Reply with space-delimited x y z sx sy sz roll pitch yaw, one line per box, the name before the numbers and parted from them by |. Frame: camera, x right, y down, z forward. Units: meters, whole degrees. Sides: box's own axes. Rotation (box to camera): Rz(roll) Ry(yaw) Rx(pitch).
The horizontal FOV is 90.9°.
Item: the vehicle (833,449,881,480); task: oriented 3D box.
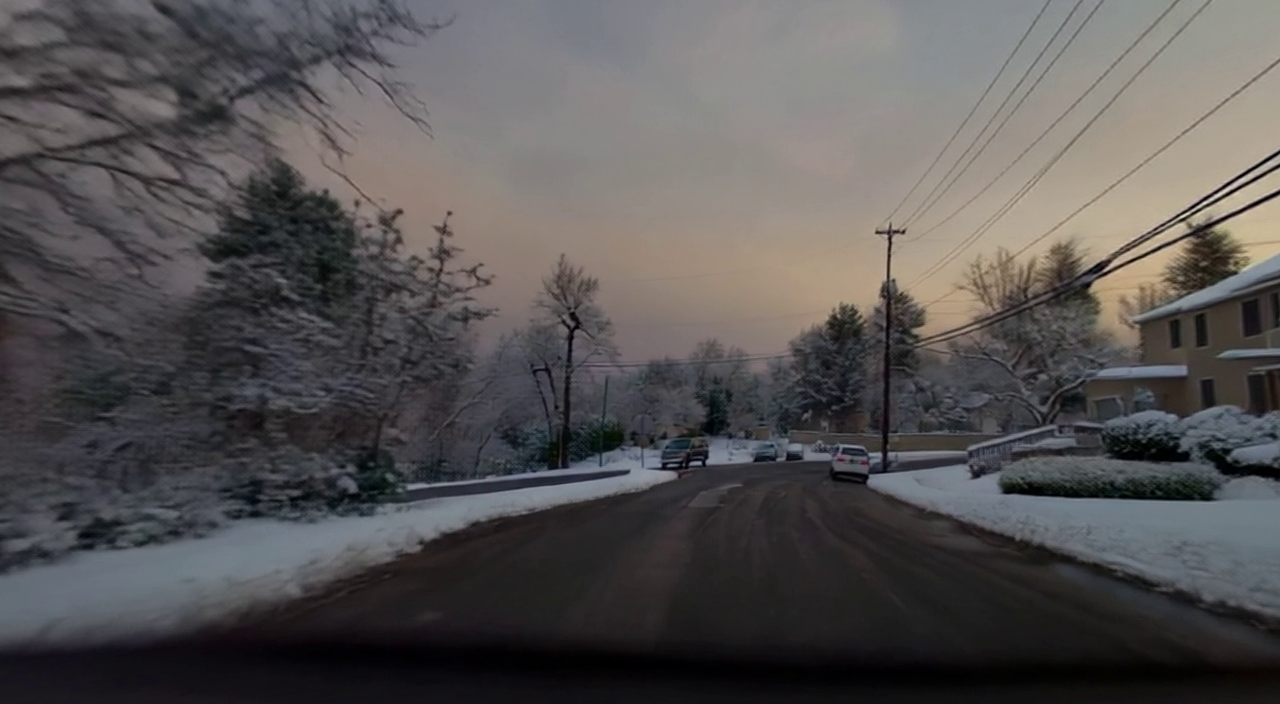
vehicle | 11.473 5.908 33.607 2.151 1.468 5.066 -3 -9 17
